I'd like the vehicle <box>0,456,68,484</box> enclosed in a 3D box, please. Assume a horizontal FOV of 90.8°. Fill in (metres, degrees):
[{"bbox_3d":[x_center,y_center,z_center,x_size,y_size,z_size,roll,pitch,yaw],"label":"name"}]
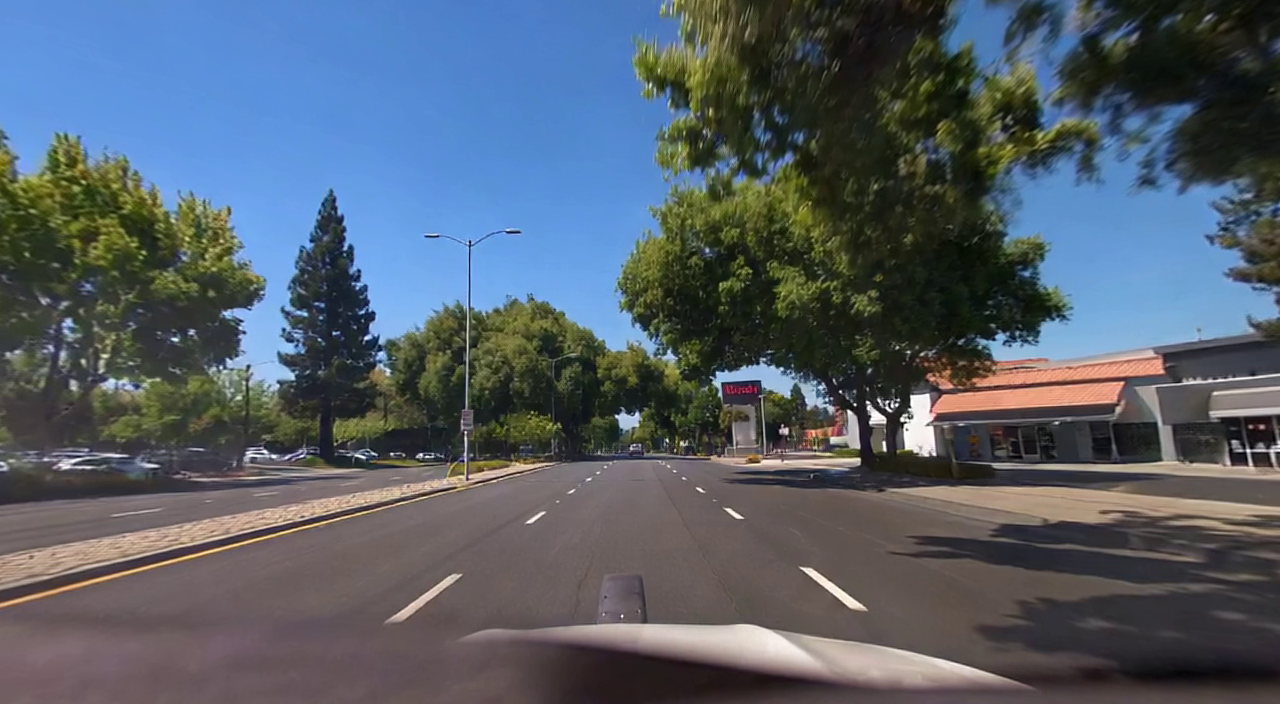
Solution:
[{"bbox_3d":[-34.233,6.394,34.352,4.407,1.434,1.814,0,-8,0],"label":"vehicle"}]
